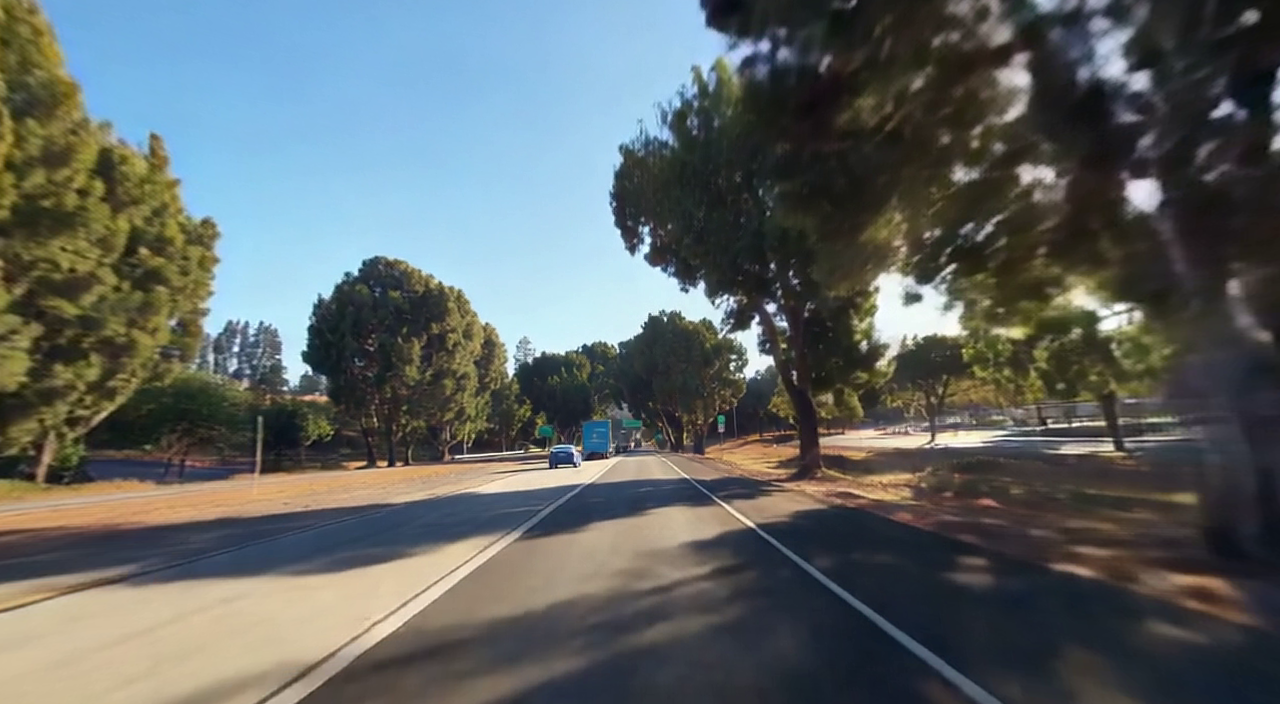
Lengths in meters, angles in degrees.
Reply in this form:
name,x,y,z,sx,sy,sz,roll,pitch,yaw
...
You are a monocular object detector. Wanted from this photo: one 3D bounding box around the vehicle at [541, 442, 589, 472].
name,x,y,z,sx,sy,sz,roll,pitch,yaw
vehicle,-3.978,5.636,34.112,2.005,1.462,4.345,0,-8,1
